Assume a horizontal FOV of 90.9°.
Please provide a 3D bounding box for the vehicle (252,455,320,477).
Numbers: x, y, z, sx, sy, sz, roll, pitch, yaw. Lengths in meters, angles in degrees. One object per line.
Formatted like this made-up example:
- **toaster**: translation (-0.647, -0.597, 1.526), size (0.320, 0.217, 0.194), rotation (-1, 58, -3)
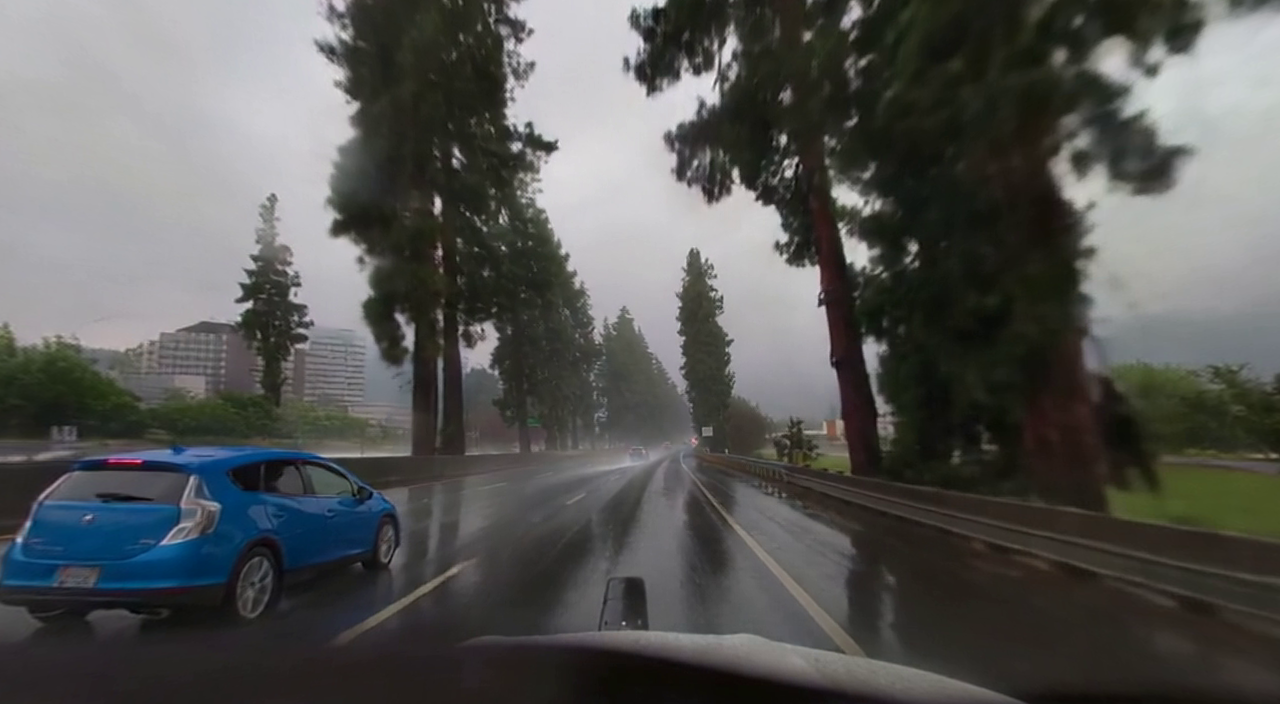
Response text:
- **vehicle**: translation (-26.503, 8.546, 47.441), size (1.964, 1.444, 4.565), rotation (-2, -8, 9)

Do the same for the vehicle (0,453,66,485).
- **vehicle**: translation (-36.403, 6.672, 35.943), size (1.961, 1.722, 5.248), rotation (-1, -8, 7)
